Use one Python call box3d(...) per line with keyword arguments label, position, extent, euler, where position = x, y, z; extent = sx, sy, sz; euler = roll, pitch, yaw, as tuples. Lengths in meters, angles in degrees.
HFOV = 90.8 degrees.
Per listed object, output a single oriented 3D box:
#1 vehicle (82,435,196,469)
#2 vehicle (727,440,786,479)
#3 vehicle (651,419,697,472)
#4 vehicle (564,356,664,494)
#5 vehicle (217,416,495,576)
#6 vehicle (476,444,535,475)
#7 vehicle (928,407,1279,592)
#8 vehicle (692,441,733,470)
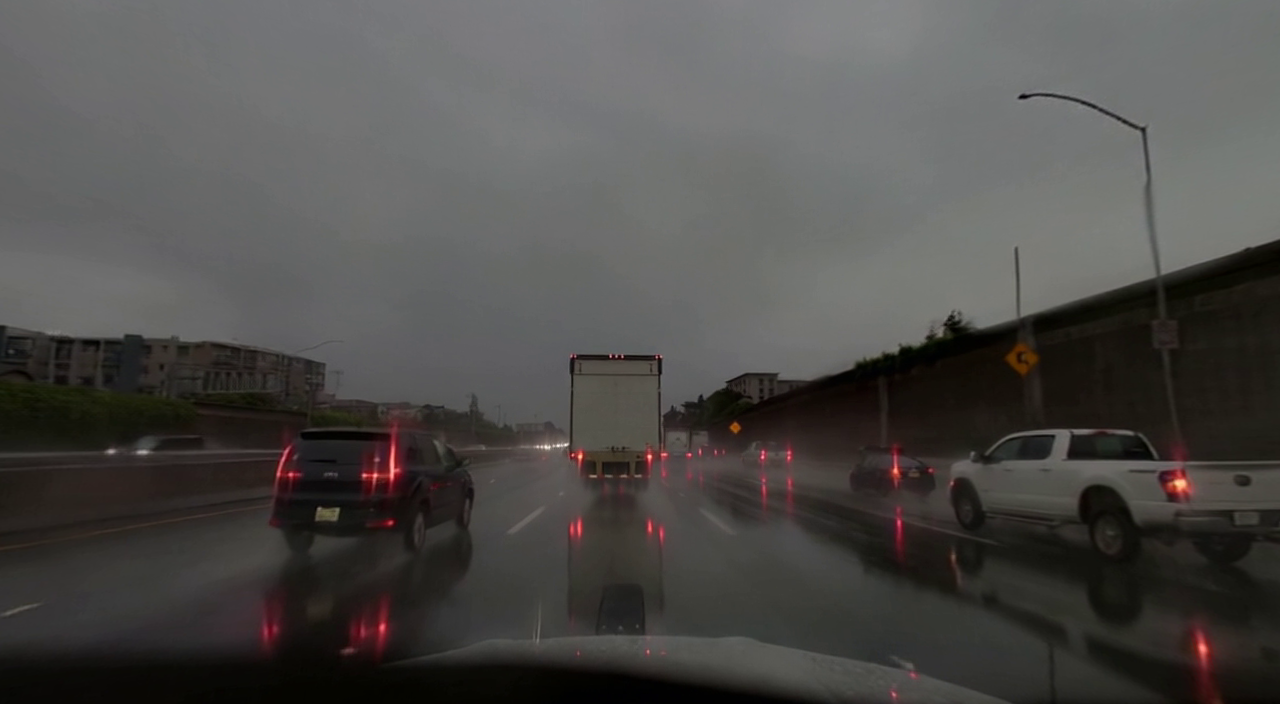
box3d(label="vehicle", position=(-23.451, 4.708, 29.830), extent=(1.786, 1.487, 4.495), euler=(0, -9, -1))
box3d(label="vehicle", position=(6.114, 5.712, 33.781), extent=(2.070, 1.888, 4.546), euler=(0, -9, -2))
box3d(label="vehicle", position=(2.321, 6.895, 46.448), extent=(2.669, 3.491, 8.645), euler=(0, -9, -2))
box3d(label="vehicle", position=(-0.774, 2.938, 24.018), extent=(2.906, 4.040, 10.743), euler=(0, -9, 0))
box3d(label="vehicle", position=(-3.433, 1.807, 8.696), extent=(1.946, 1.641, 4.105), euler=(0, -9, -1))
box3d(label="vehicle", position=(-6.994, 5.638, 33.358), extent=(1.973, 1.471, 4.779), euler=(-1, -9, 2))
box3d(label="vehicle", position=(6.271, 1.774, 8.575), extent=(2.188, 1.731, 5.031), euler=(0, -9, -2))
box3d(label="vehicle", position=(5.508, 7.985, 48.823), extent=(2.297, 2.116, 5.052), euler=(0, -9, -3))
